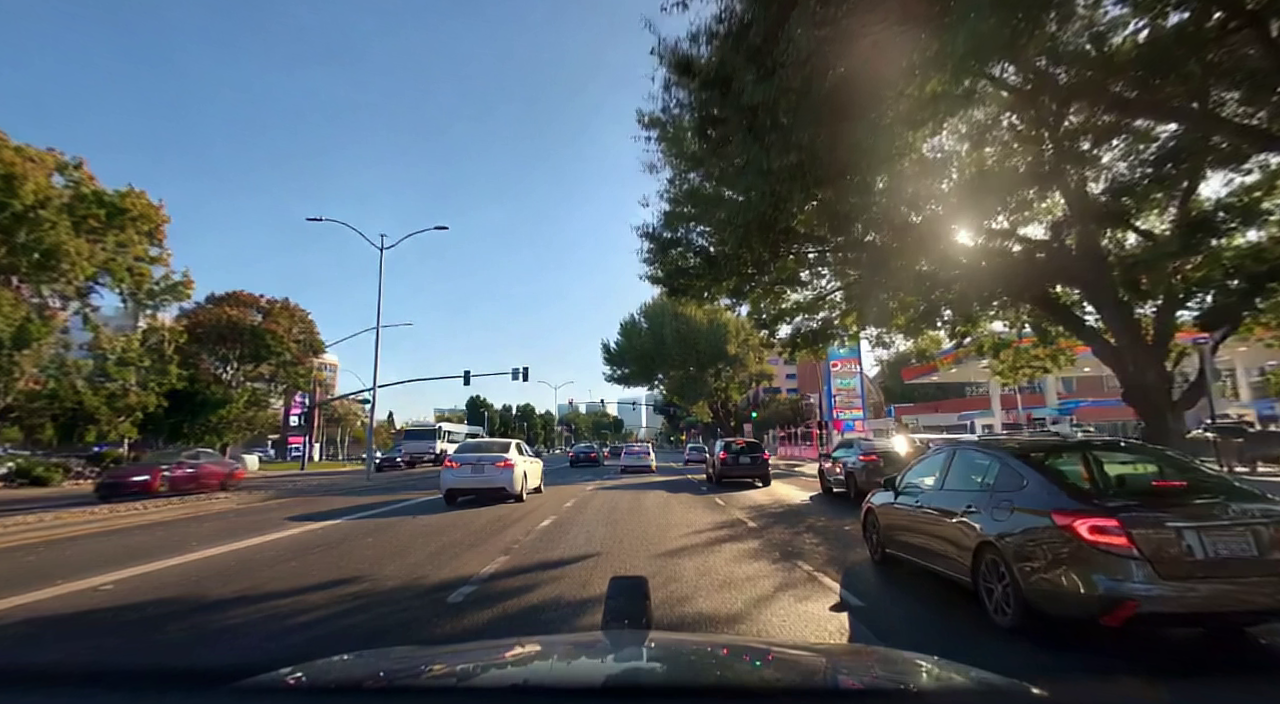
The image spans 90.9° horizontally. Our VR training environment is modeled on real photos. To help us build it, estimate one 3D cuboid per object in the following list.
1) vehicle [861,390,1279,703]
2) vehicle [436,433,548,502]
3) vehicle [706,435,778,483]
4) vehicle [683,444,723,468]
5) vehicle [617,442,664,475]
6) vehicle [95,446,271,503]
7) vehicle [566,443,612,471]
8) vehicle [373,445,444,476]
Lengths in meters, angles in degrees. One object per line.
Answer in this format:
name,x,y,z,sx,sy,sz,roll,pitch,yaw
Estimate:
vehicle,3.423,1.182,4.306,2.038,1.499,4.868,0,-8,0
vehicle,-3.817,3.039,17.050,2.023,1.607,4.086,0,-8,0
vehicle,3.805,4.055,24.189,2.022,1.683,4.171,0,-8,0
vehicle,4.043,6.749,41.052,2.174,1.462,4.400,0,-8,0
vehicle,0.011,5.130,30.616,2.104,1.477,4.591,0,-8,0
vehicle,-13.030,3.470,18.371,2.012,1.458,4.134,0,-8,0
vehicle,-2.872,5.994,36.139,2.192,1.463,4.211,0,-8,1
vehicle,-12.150,5.679,33.397,2.013,1.501,4.484,0,-8,1
